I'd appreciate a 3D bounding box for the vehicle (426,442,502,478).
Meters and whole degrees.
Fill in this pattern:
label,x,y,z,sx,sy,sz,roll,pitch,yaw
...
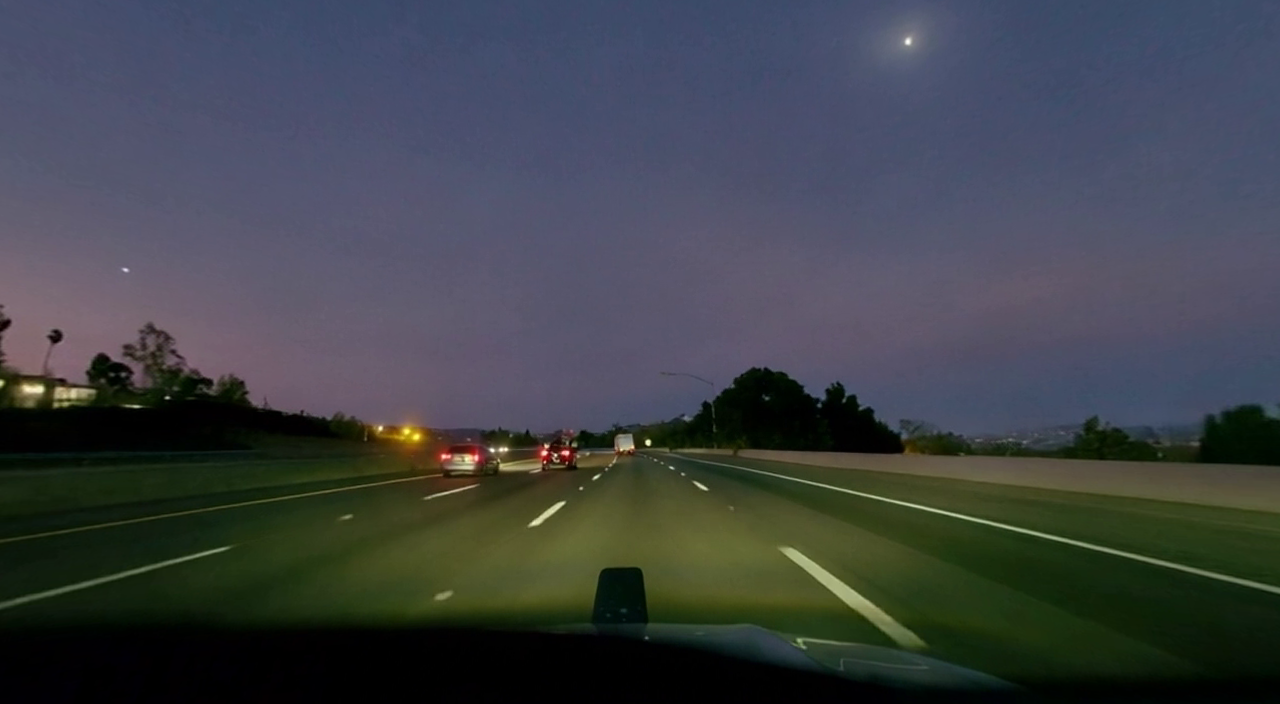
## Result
label,x,y,z,sx,sy,sz,roll,pitch,yaw
vehicle,-7.731,4.764,28.215,2.038,1.463,4.656,0,-8,0

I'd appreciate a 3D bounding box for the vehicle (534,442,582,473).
label,x,y,z,sx,sy,sz,roll,pitch,yaw
vehicle,-4.069,5.311,31.943,1.936,1.465,4.060,0,-8,0
